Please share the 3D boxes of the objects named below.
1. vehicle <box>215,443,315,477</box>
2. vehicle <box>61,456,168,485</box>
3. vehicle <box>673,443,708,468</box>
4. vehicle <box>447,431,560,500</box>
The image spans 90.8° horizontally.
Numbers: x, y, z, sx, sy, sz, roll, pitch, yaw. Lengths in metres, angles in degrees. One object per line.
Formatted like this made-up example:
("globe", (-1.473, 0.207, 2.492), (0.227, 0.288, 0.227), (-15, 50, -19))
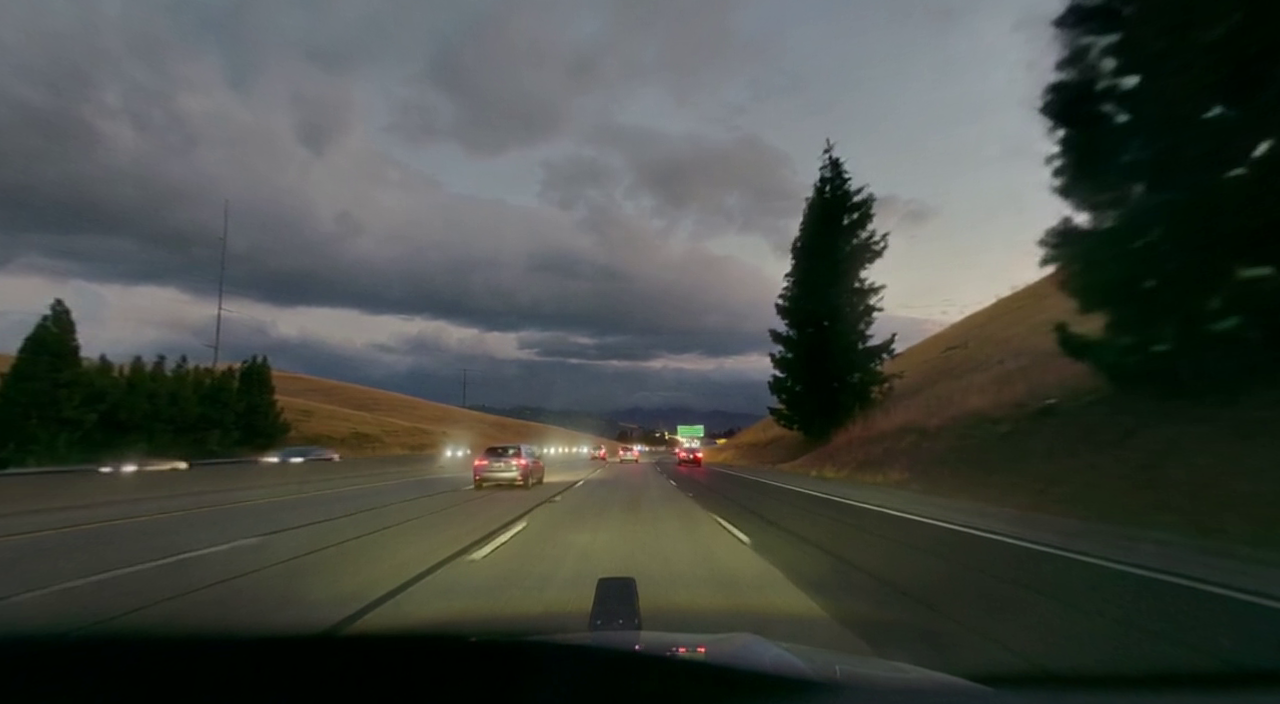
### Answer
("vehicle", (-21.810, 6.282, 37.115), (2.154, 1.819, 6.021), (0, -9, 0))
("vehicle", (-29.248, 6.571, 35.374), (1.842, 1.438, 4.842), (0, -9, 0))
("vehicle", (3.693, 7.661, 46.984), (2.164, 1.788, 4.500), (0, -9, -2))
("vehicle", (-3.693, 3.190, 18.099), (2.166, 1.700, 4.661), (0, -9, 0))
